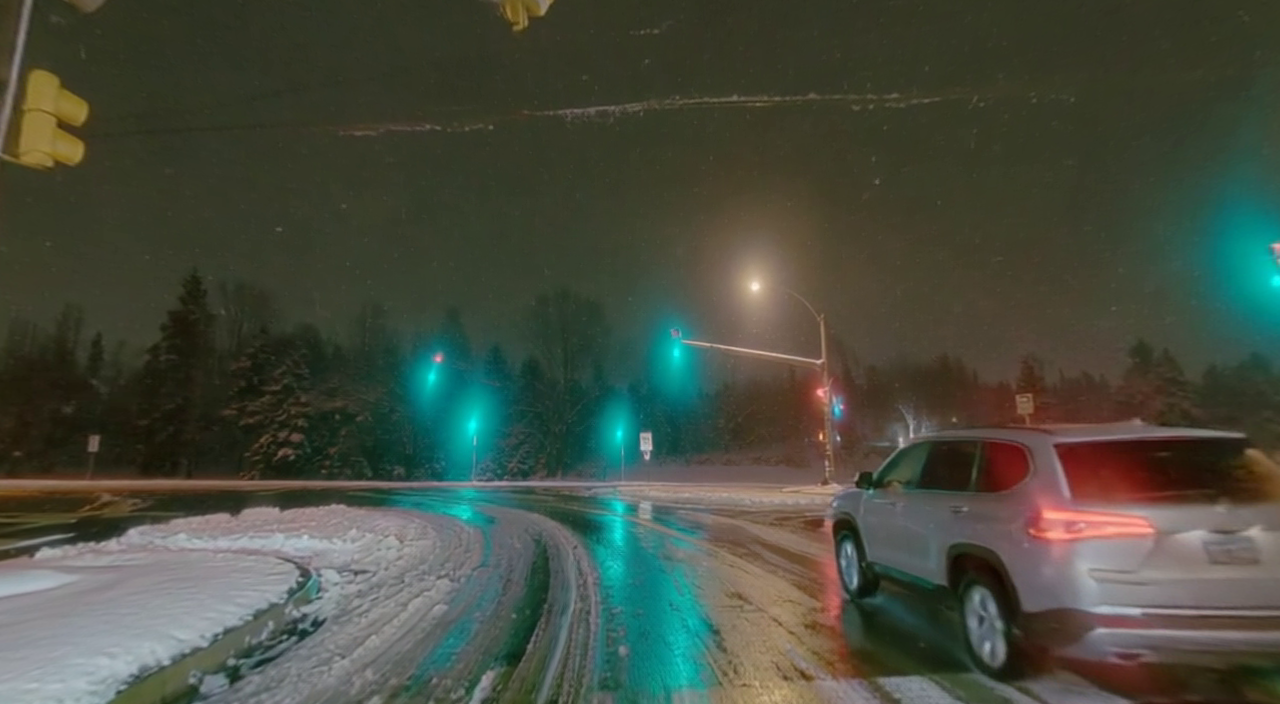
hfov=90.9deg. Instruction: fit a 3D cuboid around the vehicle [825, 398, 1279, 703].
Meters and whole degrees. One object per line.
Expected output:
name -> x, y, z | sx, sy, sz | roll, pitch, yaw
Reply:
vehicle -> 3.138, 1.349, 5.070 | 1.938, 1.648, 4.211 | 0, -8, -1
